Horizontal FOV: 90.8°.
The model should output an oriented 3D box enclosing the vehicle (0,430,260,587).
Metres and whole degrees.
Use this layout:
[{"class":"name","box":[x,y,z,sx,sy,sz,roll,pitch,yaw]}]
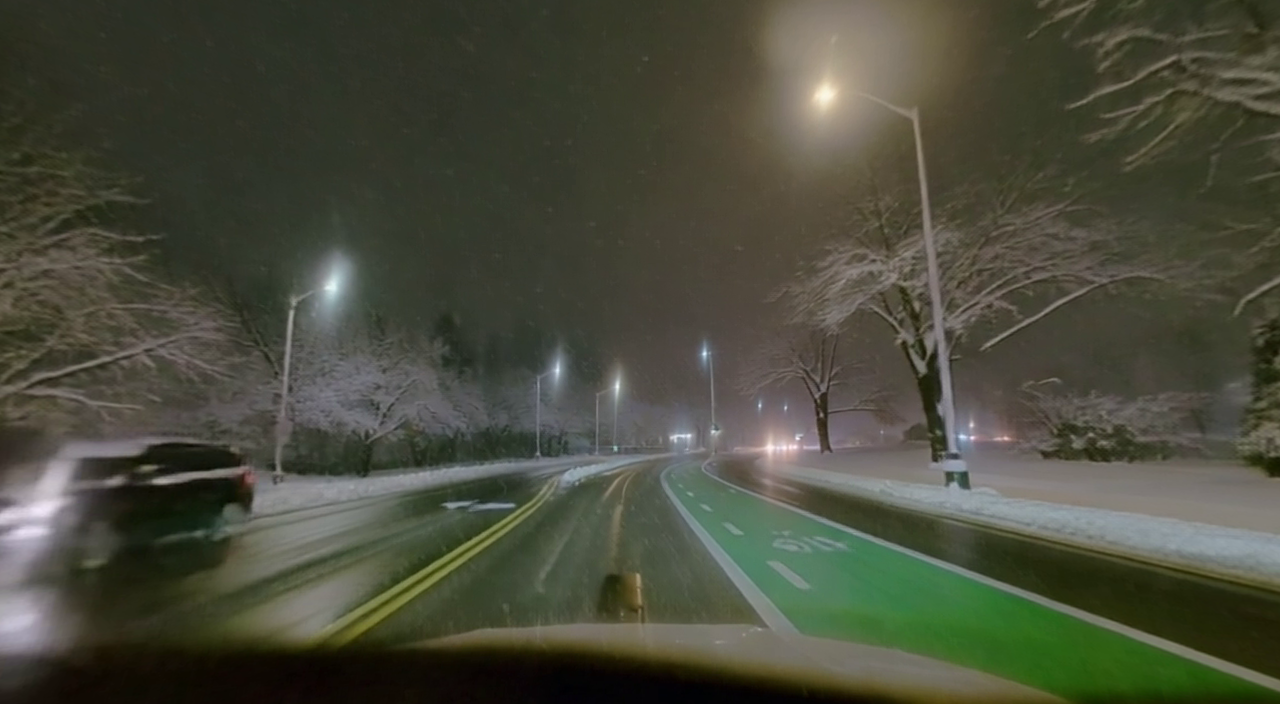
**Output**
[{"class":"vehicle","box":[-8.156,2.122,9.465,2.065,1.744,4.566,0,-9,0]}]
